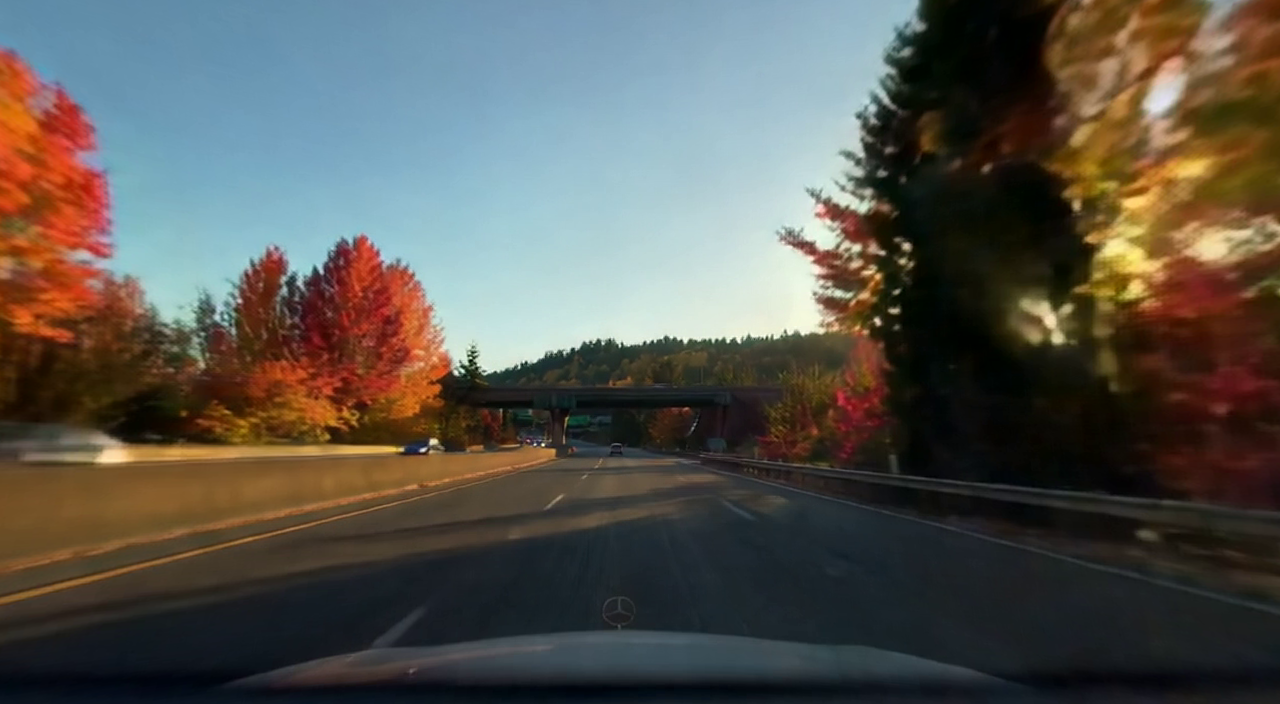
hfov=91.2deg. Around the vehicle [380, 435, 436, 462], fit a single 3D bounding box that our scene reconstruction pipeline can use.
[{"bbox_3d":[-13.604,5.703,37.008,1.831,1.475,4.243,0,-9,-2],"label":"vehicle"}]
